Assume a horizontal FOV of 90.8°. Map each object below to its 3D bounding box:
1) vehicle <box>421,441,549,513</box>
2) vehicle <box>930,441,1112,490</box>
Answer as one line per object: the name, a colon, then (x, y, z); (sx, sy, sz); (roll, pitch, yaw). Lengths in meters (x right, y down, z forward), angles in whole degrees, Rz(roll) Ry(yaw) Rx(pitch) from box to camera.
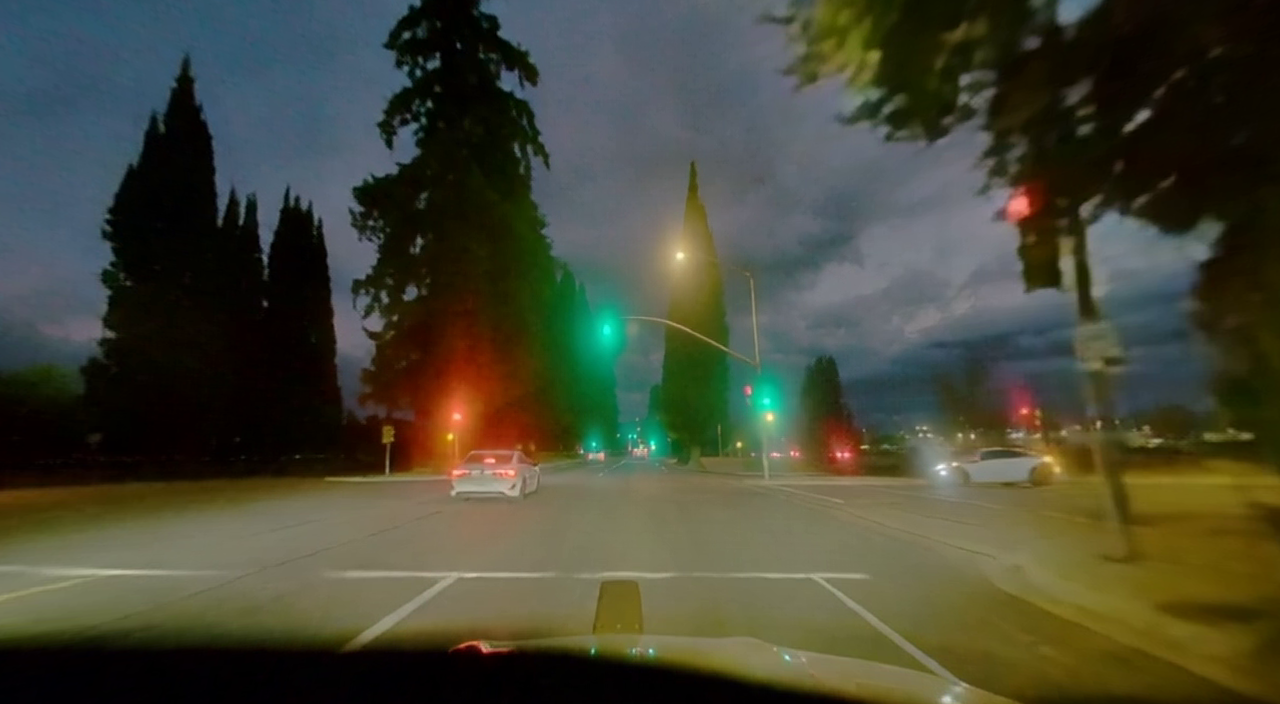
vehicle: (-3.541, 2.922, 15.364); (1.968, 1.459, 4.433); (0, -8, 0)
vehicle: (12.076, 3.605, 20.214); (4.632, 1.473, 1.889); (1, -8, -3)
